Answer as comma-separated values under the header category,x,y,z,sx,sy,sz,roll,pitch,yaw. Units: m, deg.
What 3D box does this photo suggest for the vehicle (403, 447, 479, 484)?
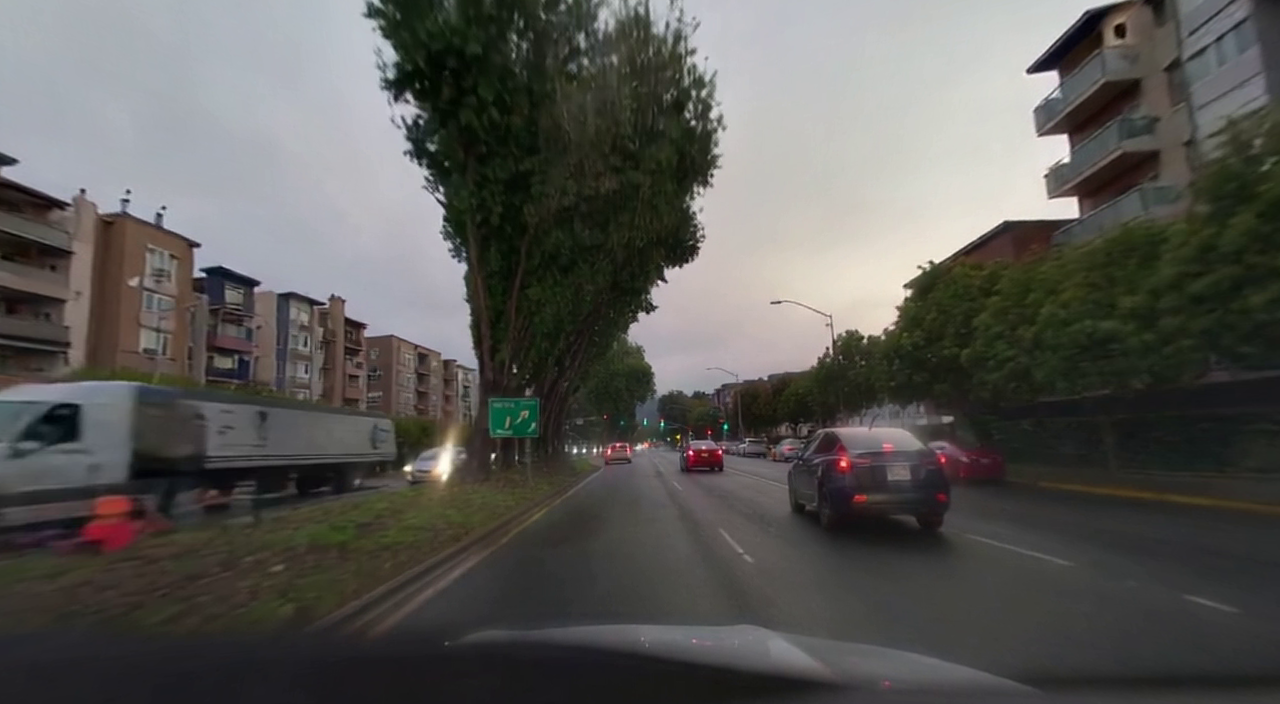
category,x,y,z,sx,sy,sz,roll,pitch,yaw
vehicle,-8.768,5.034,28.266,1.949,1.503,4.388,0,-9,0

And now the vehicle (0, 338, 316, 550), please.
category,x,y,z,sx,sy,sz,roll,pitch,yaw
vehicle,-12.172,2.224,15.086,3.059,3.478,10.986,0,-9,0

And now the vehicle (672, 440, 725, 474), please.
category,x,y,z,sx,sy,sz,roll,pitch,yaw
vehicle,2.703,5.003,30.292,2.003,1.480,4.494,0,-9,-1

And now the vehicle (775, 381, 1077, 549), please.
category,x,y,z,sx,sy,sz,roll,pitch,yaw
vehicle,4.053,1.790,10.555,2.427,2.017,5.763,0,-9,1
